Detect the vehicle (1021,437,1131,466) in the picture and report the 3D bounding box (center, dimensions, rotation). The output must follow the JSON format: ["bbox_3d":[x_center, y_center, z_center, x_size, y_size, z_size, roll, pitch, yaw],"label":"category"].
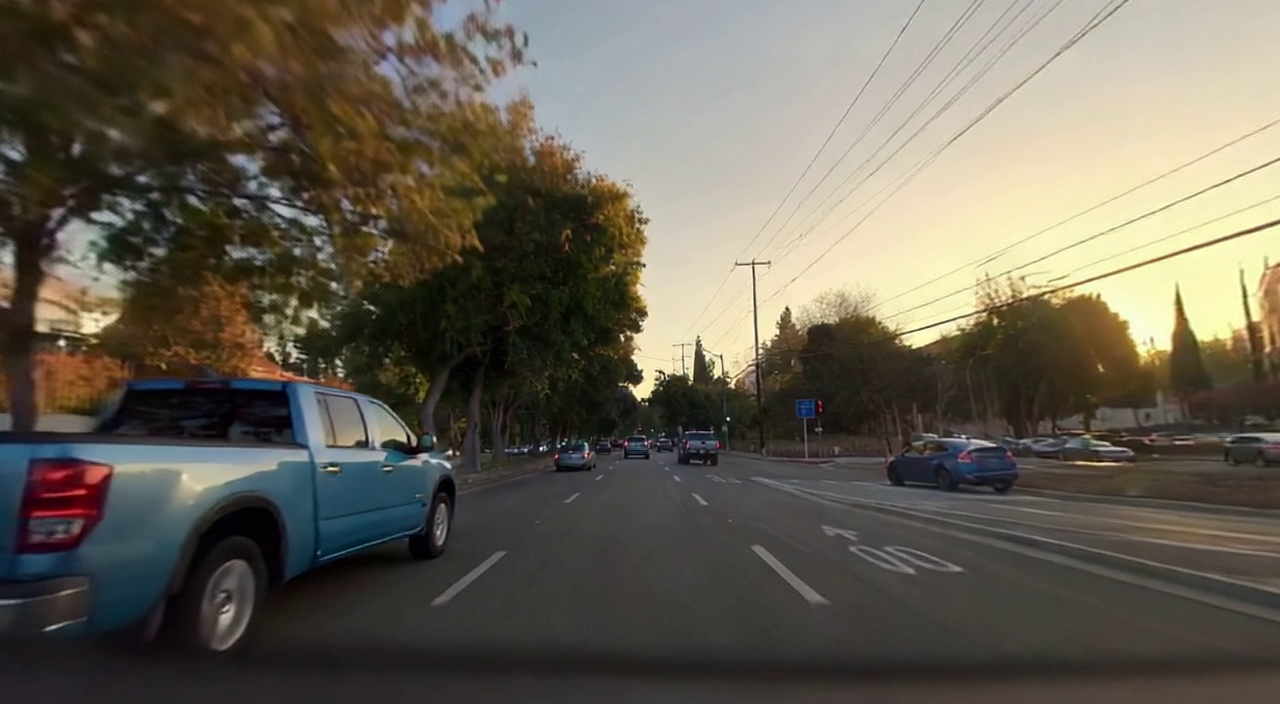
[{"bbox_3d":[23.357,5.384,34.101,1.973,1.436,4.626,2,-9,-15],"label":"vehicle"}]

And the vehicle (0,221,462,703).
[{"bbox_3d":[-3.620,1.009,5.371,2.402,2.194,6.051,0,-8,0],"label":"vehicle"}]

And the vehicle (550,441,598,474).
[{"bbox_3d":[-3.169,5.171,31.209,1.939,1.494,4.499,0,-8,0],"label":"vehicle"}]

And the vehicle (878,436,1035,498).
[{"bbox_3d":[9.369,3.407,19.192,2.010,1.633,4.246,1,-9,-11],"label":"vehicle"}]

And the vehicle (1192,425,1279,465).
[{"bbox_3d":[27.867,4.138,28.022,2.012,1.701,4.524,5,-10,-32],"label":"vehicle"}]

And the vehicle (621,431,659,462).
[{"bbox_3d":[0.004,7.041,47.084,2.643,2.145,5.585,0,-8,0],"label":"vehicle"}]

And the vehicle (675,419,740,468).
[{"bbox_3d":[4.012,5.695,39.258,2.905,2.636,6.895,-2,-9,-2],"label":"vehicle"}]
